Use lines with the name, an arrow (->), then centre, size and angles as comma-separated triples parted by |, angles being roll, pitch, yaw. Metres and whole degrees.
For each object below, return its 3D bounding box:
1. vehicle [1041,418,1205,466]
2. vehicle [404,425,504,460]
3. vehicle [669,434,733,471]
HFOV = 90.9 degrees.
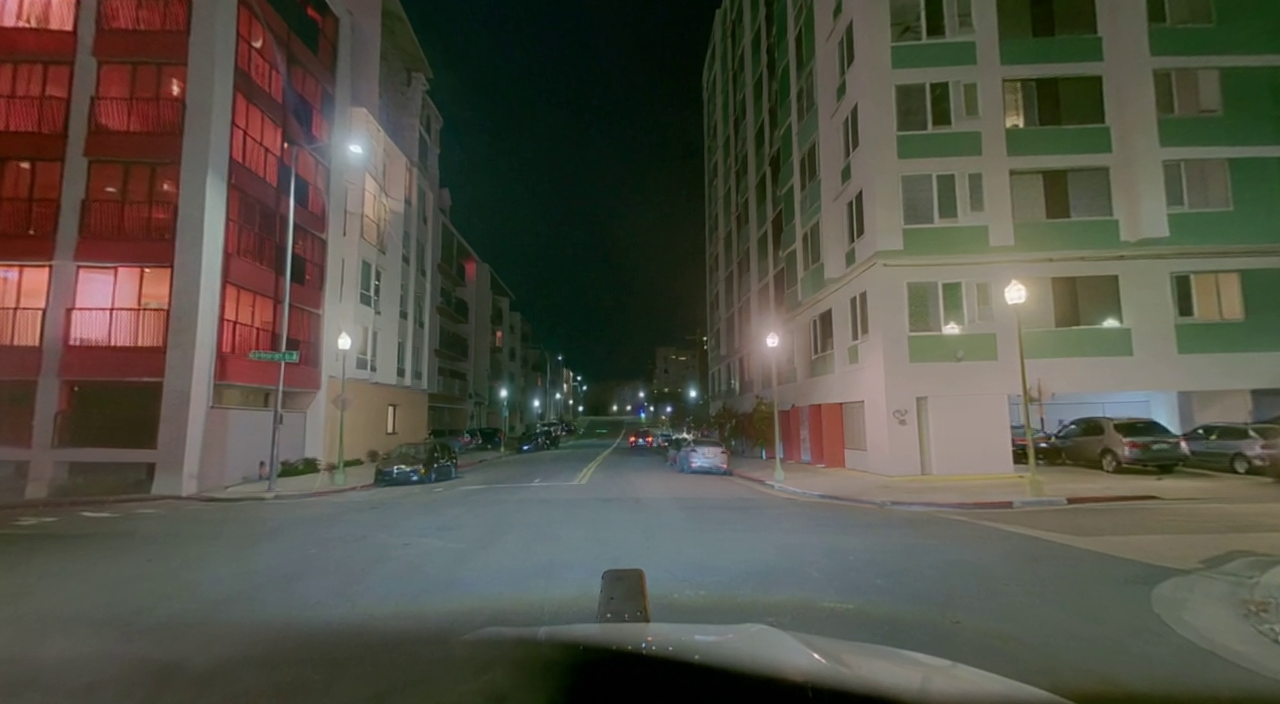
vehicle -> 15.323, 2.881, 20.145 | 3.752, 1.453, 1.709 | 0, -9, 2
vehicle -> -11.425, 5.593, 38.880 | 5.540, 1.950, 2.113 | 4, -12, -28
vehicle -> 2.506, 4.311, 27.134 | 2.290, 1.456, 4.503 | 0, -8, -1
